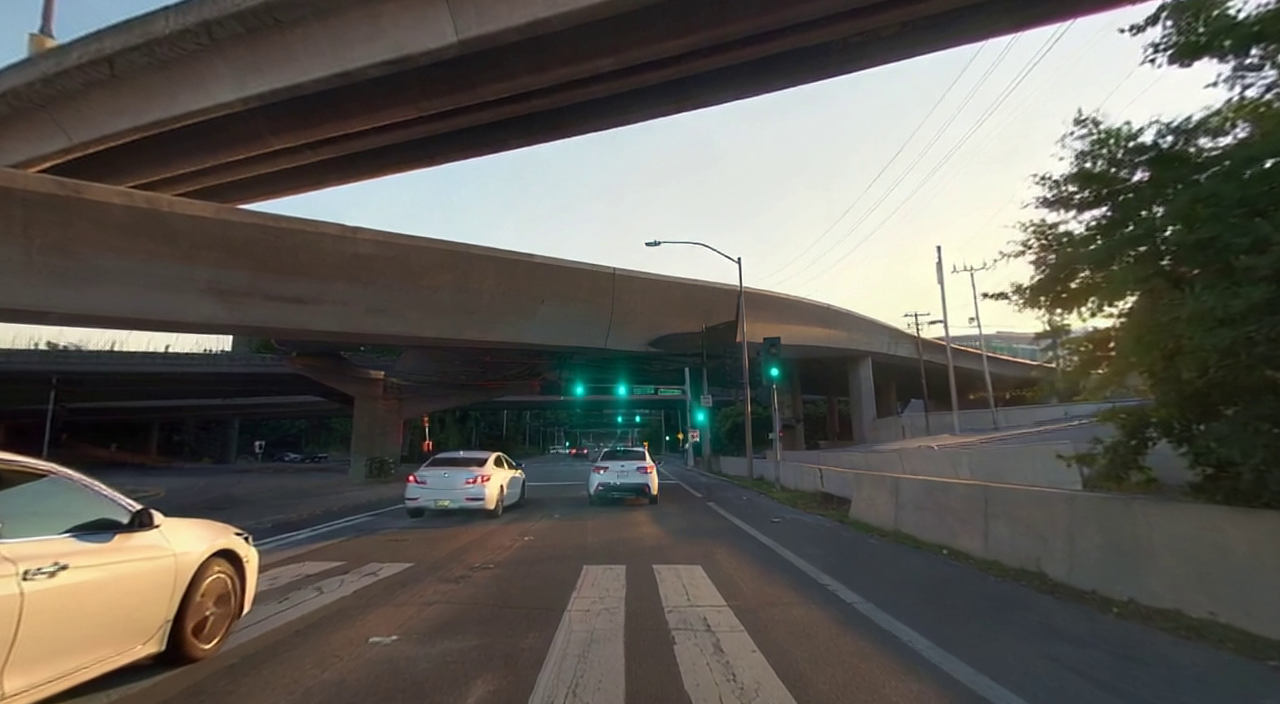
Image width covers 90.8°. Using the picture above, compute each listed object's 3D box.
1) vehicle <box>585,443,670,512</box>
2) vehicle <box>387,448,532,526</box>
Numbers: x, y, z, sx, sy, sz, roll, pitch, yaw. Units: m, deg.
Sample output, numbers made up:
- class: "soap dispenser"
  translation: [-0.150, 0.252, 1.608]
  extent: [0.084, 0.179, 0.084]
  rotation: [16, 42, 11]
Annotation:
- class: "vehicle"
  translation: [-0.312, 3.208, 16.683]
  extent: [1.985, 1.565, 3.968]
  rotation: [0, -9, -1]
- class: "vehicle"
  translation: [-3.748, 2.851, 13.975]
  extent: [1.946, 1.437, 4.154]
  rotation: [0, -9, 0]
